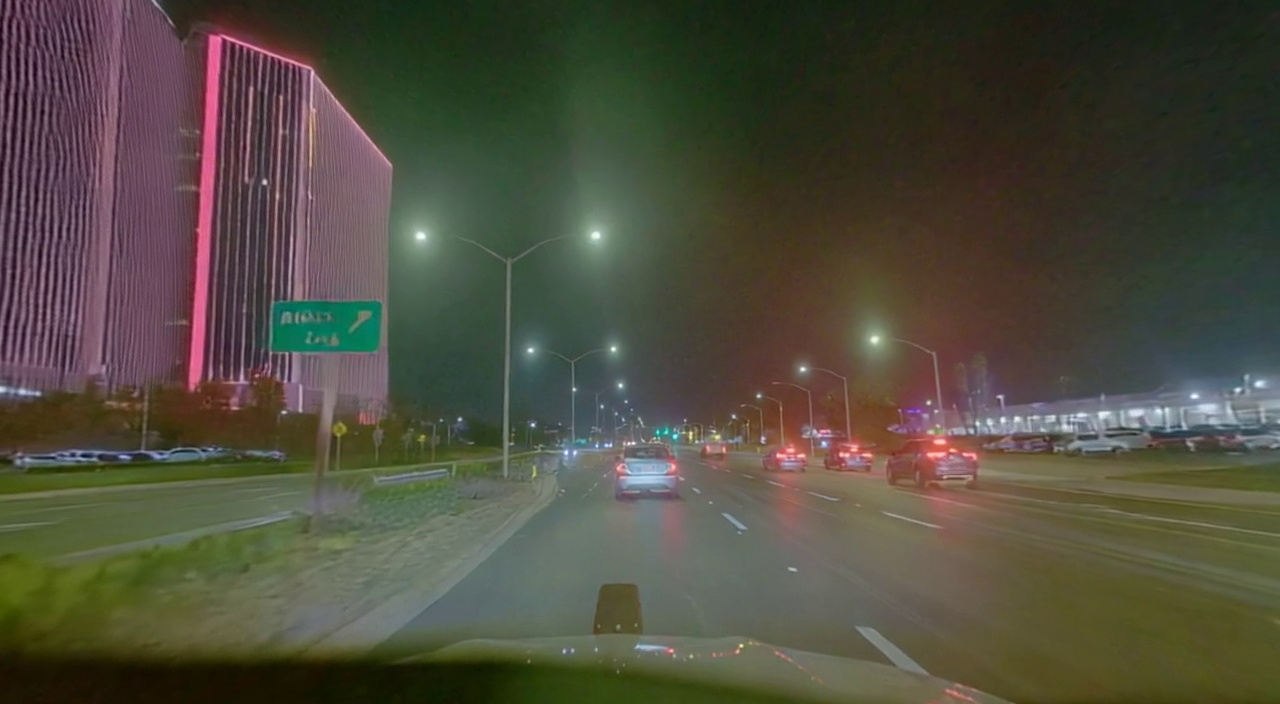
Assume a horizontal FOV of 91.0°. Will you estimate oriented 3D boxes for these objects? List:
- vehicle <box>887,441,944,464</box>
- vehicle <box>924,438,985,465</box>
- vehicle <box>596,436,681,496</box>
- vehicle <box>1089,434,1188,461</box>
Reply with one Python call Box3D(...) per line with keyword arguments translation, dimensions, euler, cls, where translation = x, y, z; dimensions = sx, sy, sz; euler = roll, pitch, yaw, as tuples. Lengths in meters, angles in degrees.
Box3D(translation=(19.582, 7.168, 44.994), dimensions=(2.010, 1.492, 4.553), euler=(1, -9, 0), cls="vehicle")
Box3D(translation=(22.308, 7.048, 44.893), dimensions=(2.038, 1.673, 4.389), euler=(-2, -8, 0), cls="vehicle")
Box3D(translation=(-0.071, 3.136, 17.719), dimensions=(2.126, 1.475, 3.967), euler=(0, -8, -1), cls="vehicle")
Box3D(translation=(32.198, 6.172, 40.768), dimensions=(4.711, 1.670, 1.950), euler=(0, -7, 0), cls="vehicle")
